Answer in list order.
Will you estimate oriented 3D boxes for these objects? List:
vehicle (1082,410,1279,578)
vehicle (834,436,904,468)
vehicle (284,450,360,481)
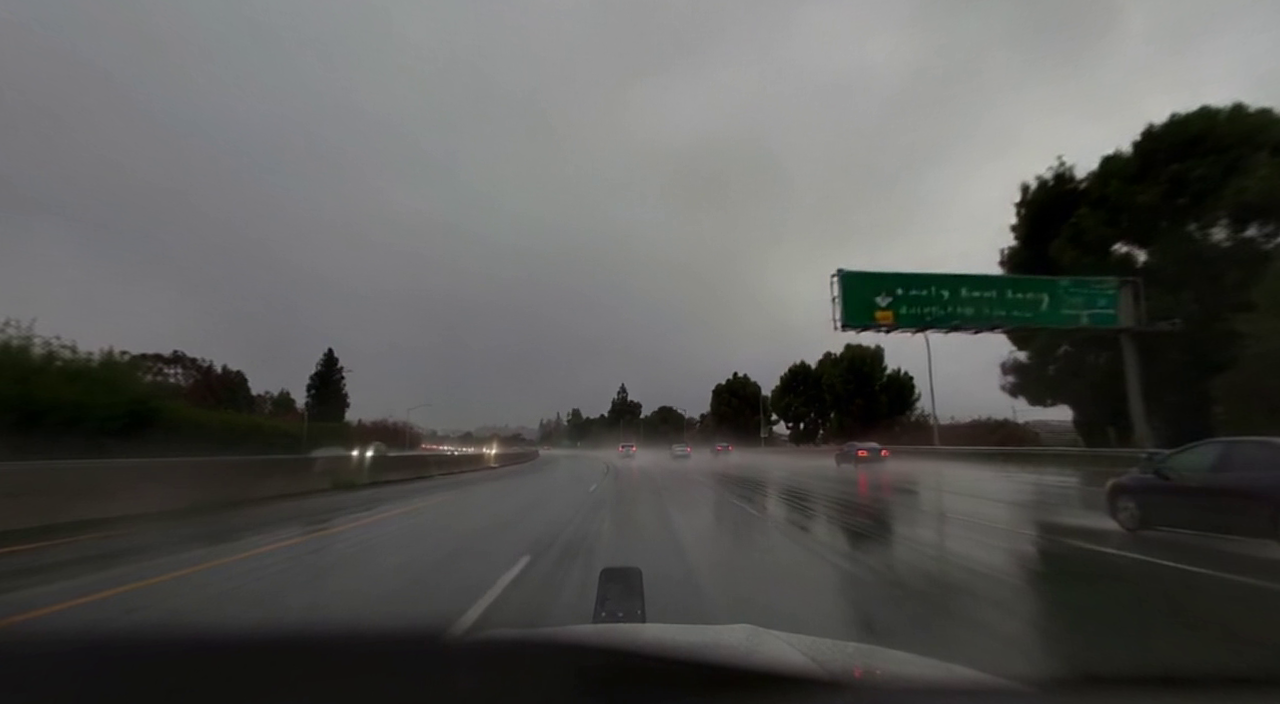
[{"bbox_3d":[7.469,1.509,6.856,2.124,1.661,4.267,0,-9,-1],"label":"vehicle"},{"bbox_3d":[13.834,6.082,38.453,2.107,1.803,5.385,0,-9,-2],"label":"vehicle"},{"bbox_3d":[-16.894,6.018,33.688,1.862,1.506,4.282,0,-9,0],"label":"vehicle"}]
